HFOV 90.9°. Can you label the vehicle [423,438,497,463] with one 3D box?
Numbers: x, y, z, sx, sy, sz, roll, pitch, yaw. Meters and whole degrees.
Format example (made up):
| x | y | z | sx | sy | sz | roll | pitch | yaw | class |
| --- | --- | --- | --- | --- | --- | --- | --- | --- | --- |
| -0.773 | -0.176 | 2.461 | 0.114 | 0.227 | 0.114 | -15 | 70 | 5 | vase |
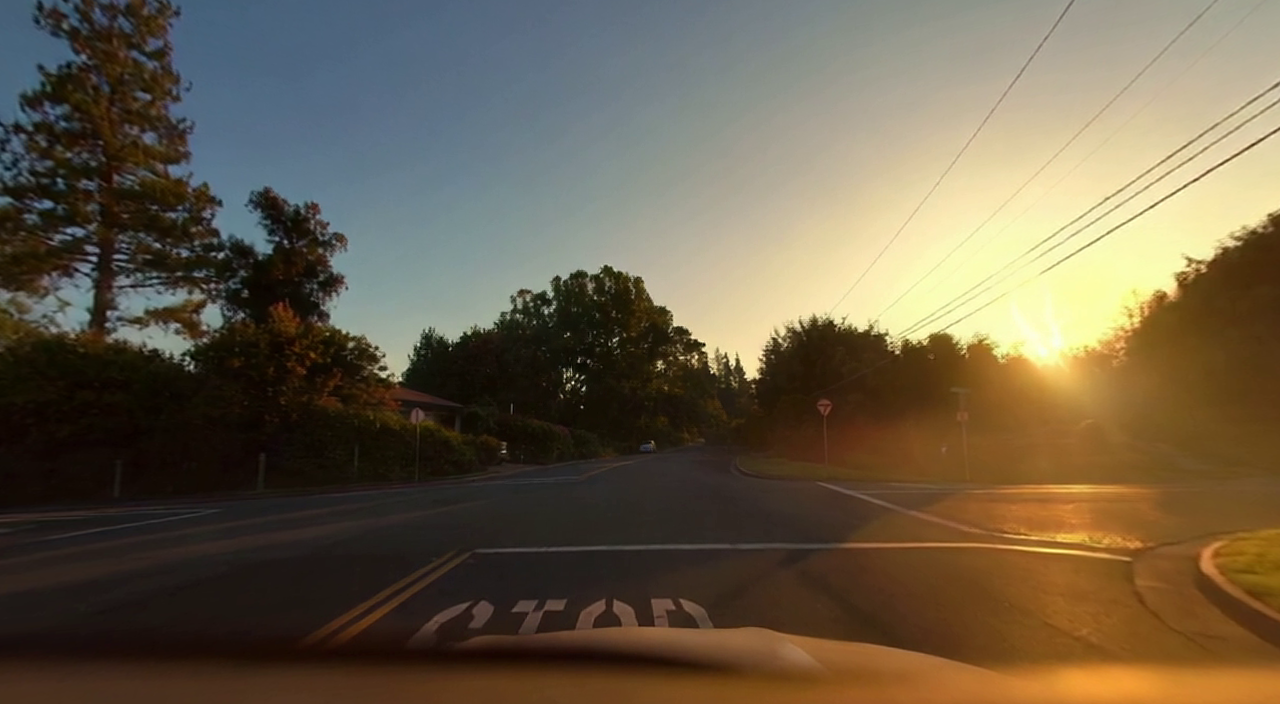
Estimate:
| x | y | z | sx | sy | sz | roll | pitch | yaw | class |
| --- | --- | --- | --- | --- | --- | --- | --- | --- | --- |
| -12.655 | 6.952 | 44.543 | 4.590 | 1.735 | 1.973 | 0 | -9 | 3 | vehicle |
